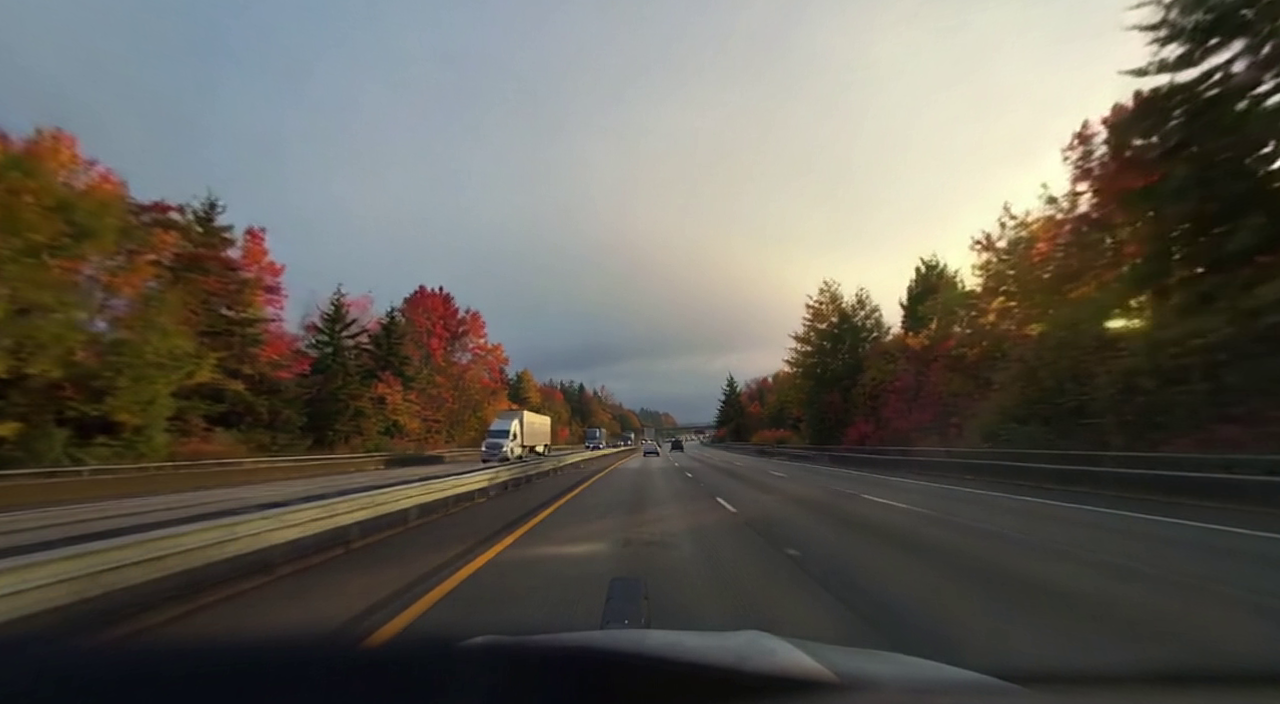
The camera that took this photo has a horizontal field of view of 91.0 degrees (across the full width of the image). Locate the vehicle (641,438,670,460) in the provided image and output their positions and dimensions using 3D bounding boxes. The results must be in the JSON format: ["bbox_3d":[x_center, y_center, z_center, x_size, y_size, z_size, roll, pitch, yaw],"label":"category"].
[{"bbox_3d":[1.021,6.790,44.119,1.924,1.498,3.817,0,-8,0],"label":"vehicle"}]
